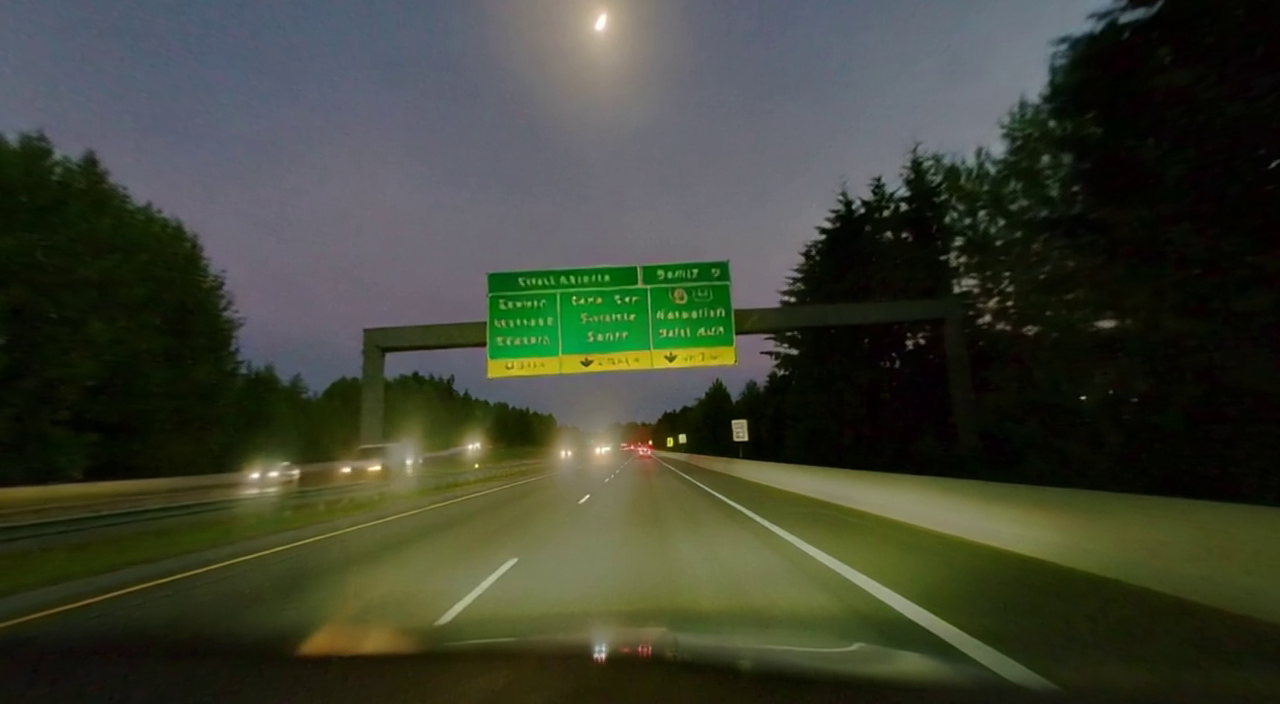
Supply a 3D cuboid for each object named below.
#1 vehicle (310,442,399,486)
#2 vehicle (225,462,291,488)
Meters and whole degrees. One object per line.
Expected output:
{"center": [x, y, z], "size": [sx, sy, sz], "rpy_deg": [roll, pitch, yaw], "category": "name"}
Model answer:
{"center": [-12.471, 4.915, 27.892], "size": [2.028, 1.766, 4.303], "rpy_deg": [0, -9, -2], "category": "vehicle"}
{"center": [-24.006, 7.721, 39.795], "size": [1.917, 1.441, 4.100], "rpy_deg": [1, -9, -6], "category": "vehicle"}
